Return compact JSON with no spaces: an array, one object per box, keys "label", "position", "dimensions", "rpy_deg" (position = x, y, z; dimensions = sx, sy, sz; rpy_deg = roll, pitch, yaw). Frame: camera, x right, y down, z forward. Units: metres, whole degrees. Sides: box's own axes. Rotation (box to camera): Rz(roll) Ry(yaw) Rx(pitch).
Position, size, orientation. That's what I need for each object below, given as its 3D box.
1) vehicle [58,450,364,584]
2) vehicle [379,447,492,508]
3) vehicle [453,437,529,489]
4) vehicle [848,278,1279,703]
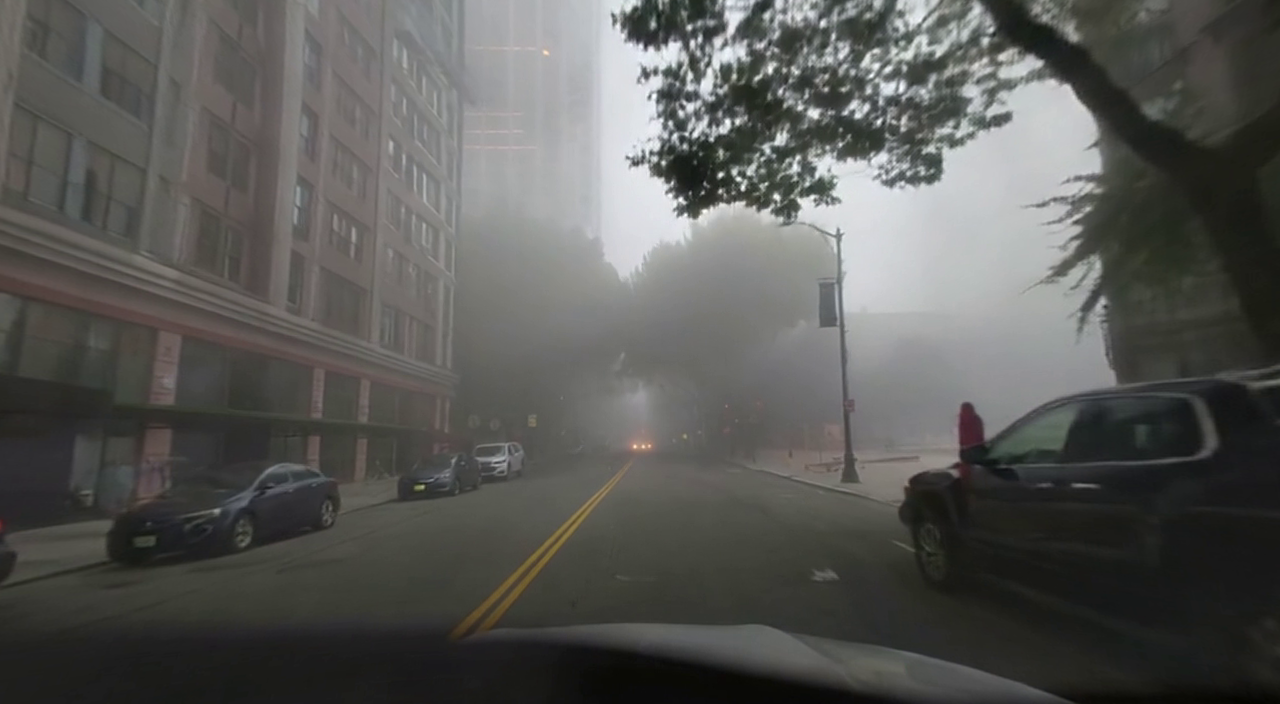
[{"label":"vehicle","position":[-6.645,2.515,10.583],"dimensions":[2.110,1.498,4.555],"rpy_deg":[-5,-8,-2]},{"label":"vehicle","position":[-6.651,4.089,21.142],"dimensions":[2.270,1.539,4.855],"rpy_deg":[-5,-8,-2]},{"label":"vehicle","position":[-6.491,4.854,27.995],"dimensions":[2.273,1.871,4.920],"rpy_deg":[-5,-8,-2]},{"label":"vehicle","position":[3.916,1.000,4.651],"dimensions":[2.568,2.001,5.999],"rpy_deg":[1,-8,-2]}]
